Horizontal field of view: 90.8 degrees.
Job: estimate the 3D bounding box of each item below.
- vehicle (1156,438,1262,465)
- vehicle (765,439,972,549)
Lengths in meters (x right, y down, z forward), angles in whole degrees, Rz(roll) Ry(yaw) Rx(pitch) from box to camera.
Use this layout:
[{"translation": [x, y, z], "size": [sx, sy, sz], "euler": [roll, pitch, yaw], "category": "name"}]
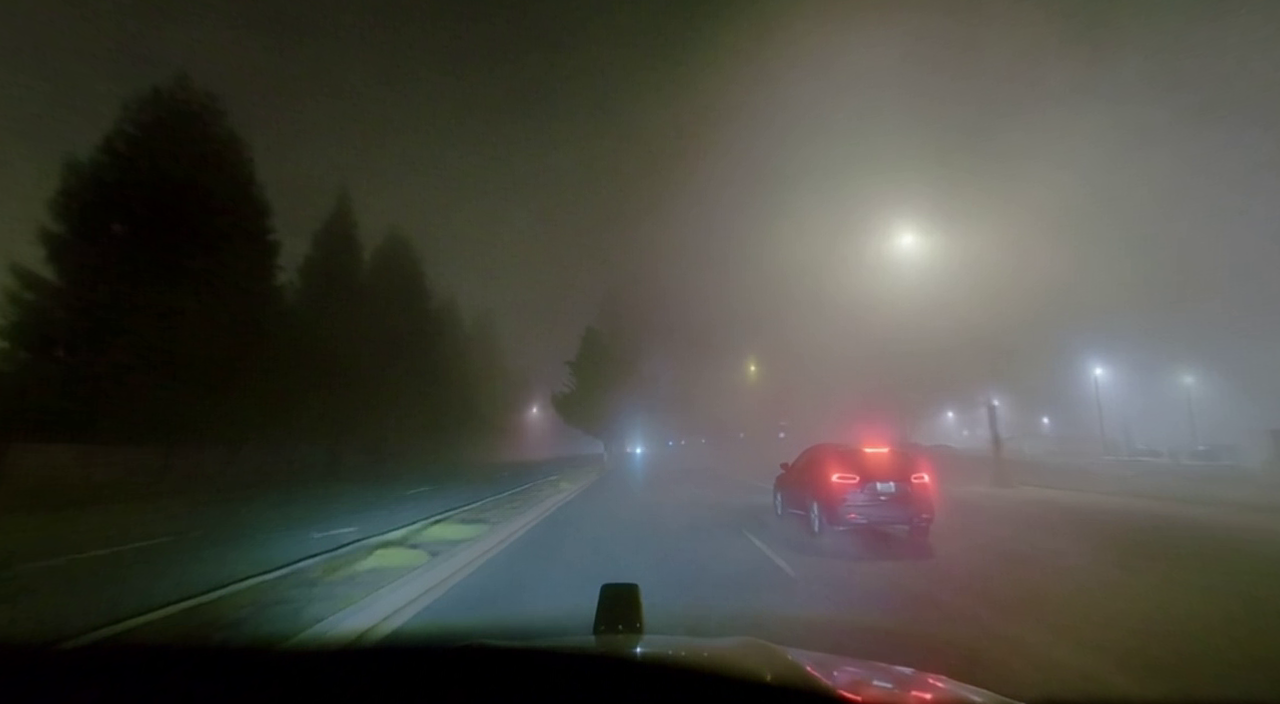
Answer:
[{"translation": [41.099, 7.192, 45.743], "size": [5.347, 1.882, 2.307], "euler": [0, -9, 0], "category": "vehicle"}, {"translation": [3.483, 2.226, 10.581], "size": [1.852, 1.453, 4.083], "euler": [0, -9, -1], "category": "vehicle"}]
